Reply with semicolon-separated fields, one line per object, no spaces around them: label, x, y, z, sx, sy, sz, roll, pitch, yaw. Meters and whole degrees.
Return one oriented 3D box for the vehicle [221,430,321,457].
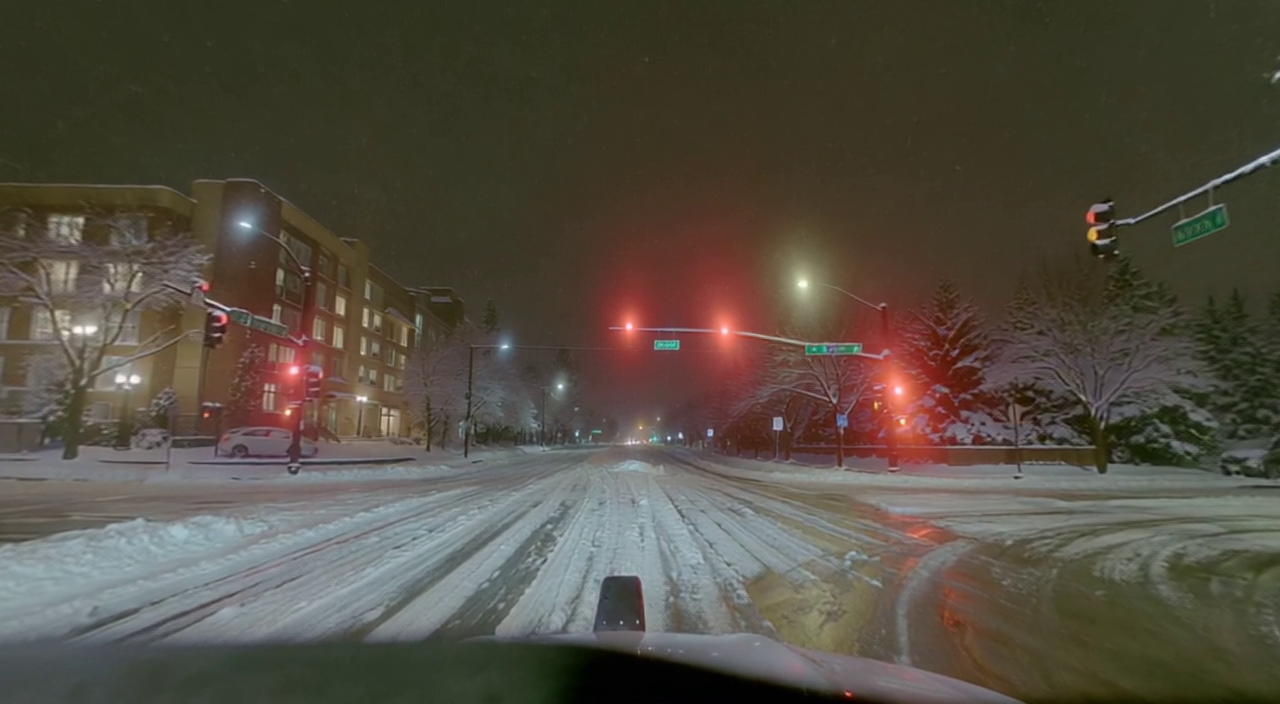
vehicle;-22.396;5.570;38.512;4.765;1.593;1.891;1;-9;-7
